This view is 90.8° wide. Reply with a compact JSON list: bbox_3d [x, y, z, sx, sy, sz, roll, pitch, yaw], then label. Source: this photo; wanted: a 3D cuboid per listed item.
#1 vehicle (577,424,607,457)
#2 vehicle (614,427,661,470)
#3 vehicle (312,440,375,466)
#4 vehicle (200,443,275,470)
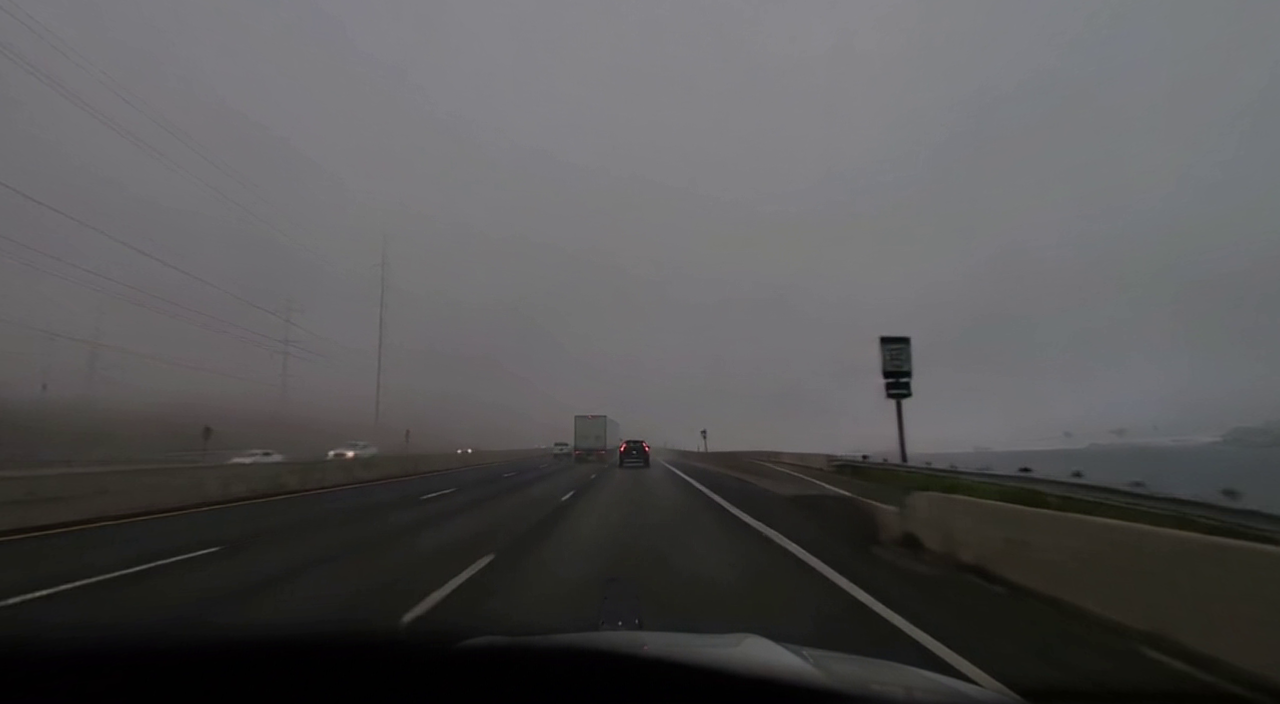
[{"bbox_3d":[-3.739,6.940,49.656,2.178,2.522,2.054,0,-8,1],"label":"vehicle"},{"bbox_3d":[-0.141,5.250,34.372,2.358,2.144,4.713,0,-8,0],"label":"vehicle"},{"bbox_3d":[-18.959,6.471,40.637,1.934,1.600,4.508,0,-8,-1],"label":"vehicle"},{"bbox_3d":[-23.198,6.031,36.584,1.750,1.453,3.998,0,-8,-2],"label":"vehicle"}]
